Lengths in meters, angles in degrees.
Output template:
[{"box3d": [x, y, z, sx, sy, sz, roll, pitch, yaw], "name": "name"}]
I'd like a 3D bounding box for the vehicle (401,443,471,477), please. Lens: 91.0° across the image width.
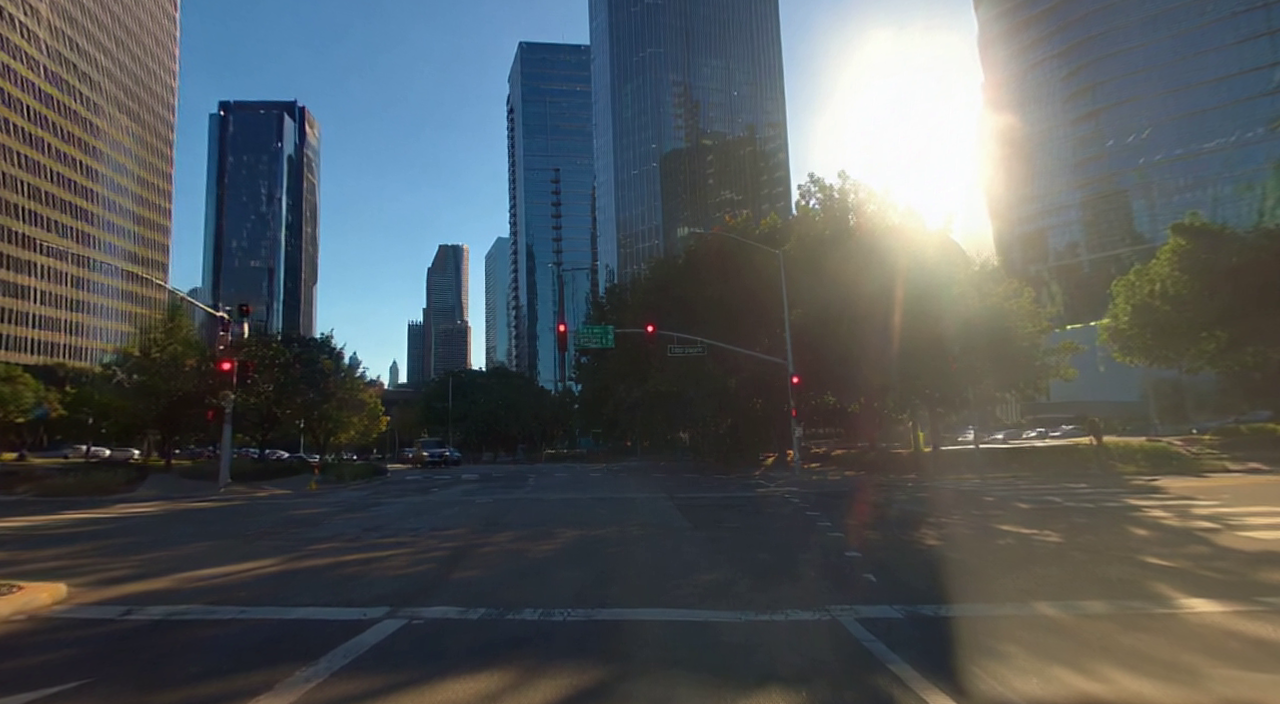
[{"box3d": [-11.565, 6.145, 36.080, 2.069, 1.771, 4.947, 0, -9, 3], "name": "vehicle"}]
